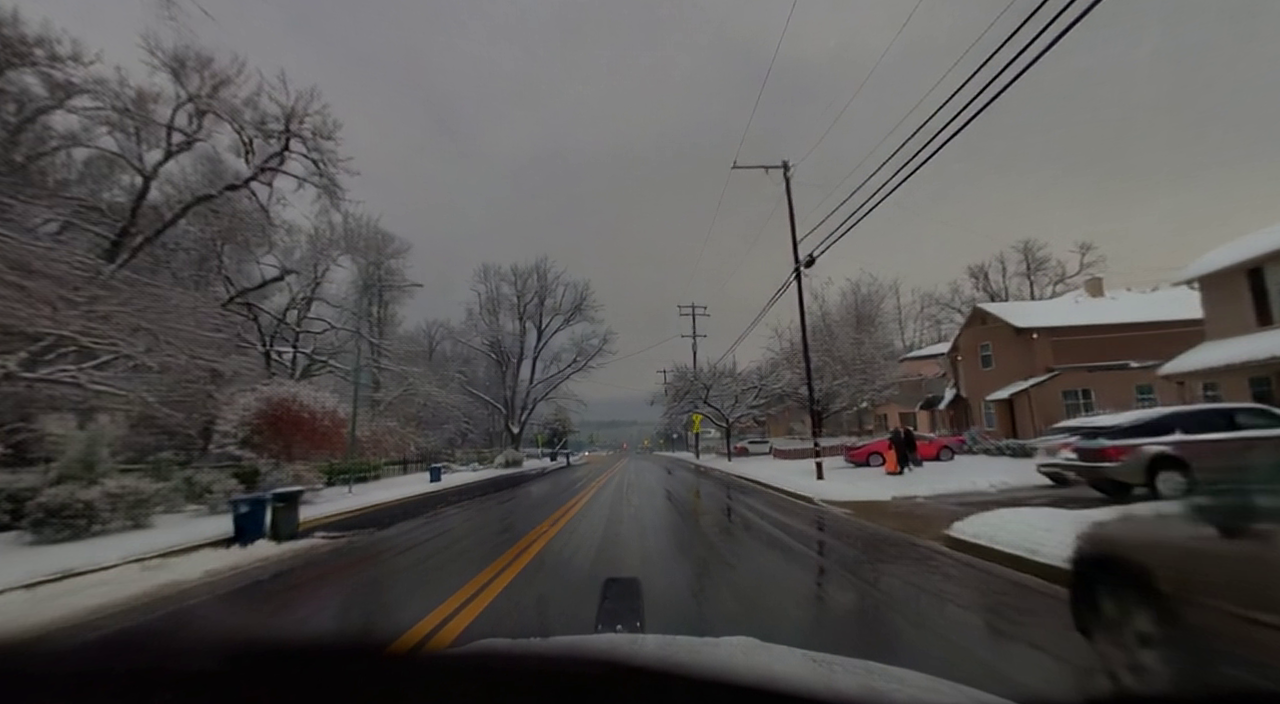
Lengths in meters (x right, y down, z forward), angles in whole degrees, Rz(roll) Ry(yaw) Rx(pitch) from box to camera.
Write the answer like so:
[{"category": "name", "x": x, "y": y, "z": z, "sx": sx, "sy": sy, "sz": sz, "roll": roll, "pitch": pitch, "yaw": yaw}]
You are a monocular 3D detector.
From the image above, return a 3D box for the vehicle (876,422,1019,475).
[{"category": "vehicle", "x": 10.578, "y": 3.330, "z": 21.940, "sx": 3.933, "sy": 1.645, "sz": 1.832, "roll": -1, "pitch": -8, "yaw": -2}]

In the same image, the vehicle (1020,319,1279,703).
[{"category": "vehicle", "x": 3.469, "y": 0.753, "z": 1.950, "sx": 1.949, "sy": 1.807, "sz": 4.224, "roll": 3, "pitch": -8, "yaw": -1}]
